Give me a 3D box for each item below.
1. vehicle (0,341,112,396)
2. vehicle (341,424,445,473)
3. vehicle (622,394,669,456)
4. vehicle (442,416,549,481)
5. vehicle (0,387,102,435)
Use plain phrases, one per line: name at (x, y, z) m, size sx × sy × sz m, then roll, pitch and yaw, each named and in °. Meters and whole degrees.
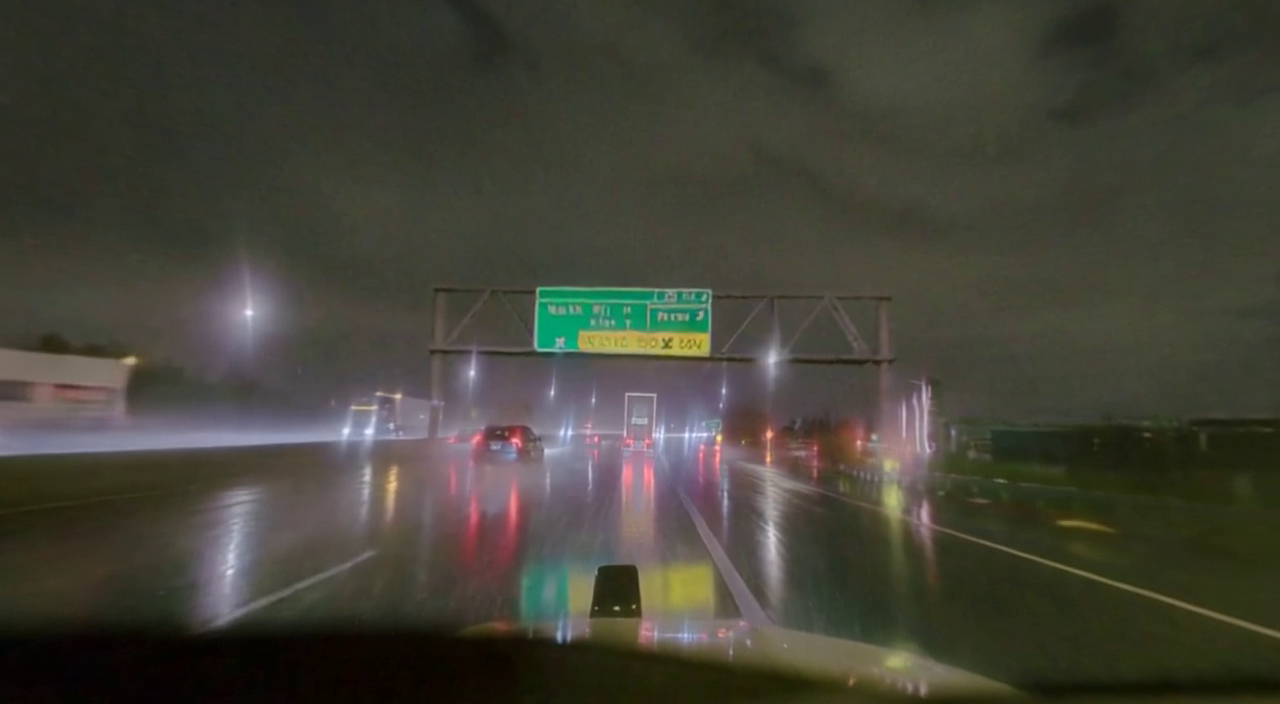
vehicle at (-24.075, 0.730, 24.769) m, size 1.990 × 1.703 × 5.121 m, roll 0°, pitch -7°, yaw 1°
vehicle at (-8.228, 3.239, 21.319) m, size 1.845 × 1.493 × 3.799 m, roll 0°, pitch -7°, yaw 2°
vehicle at (0.445, 5.435, 46.313) m, size 3.024 × 4.019 × 10.605 m, roll 0°, pitch -7°, yaw 1°
vehicle at (-4.354, 2.988, 19.806) m, size 2.119 × 1.787 × 4.655 m, roll 0°, pitch -7°, yaw 2°
vehicle at (-24.060, 2.338, 24.255) m, size 1.990 × 1.703 × 5.121 m, roll 0°, pitch -7°, yaw 1°
